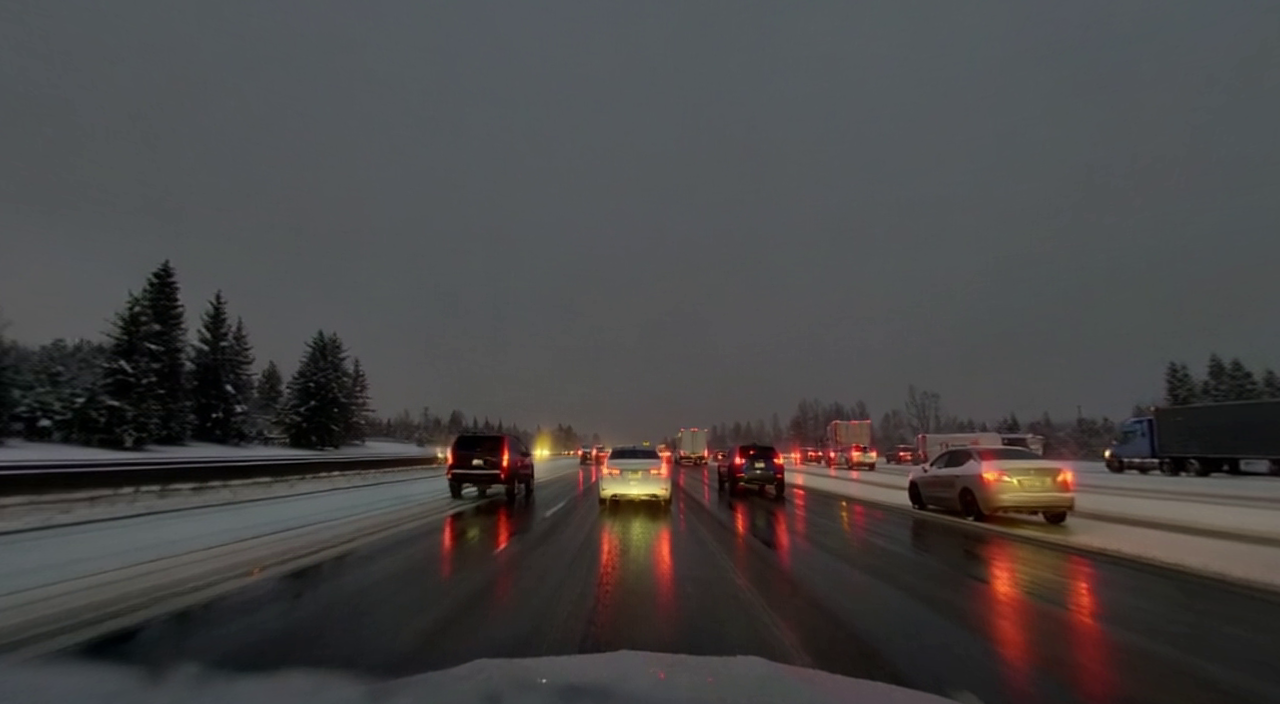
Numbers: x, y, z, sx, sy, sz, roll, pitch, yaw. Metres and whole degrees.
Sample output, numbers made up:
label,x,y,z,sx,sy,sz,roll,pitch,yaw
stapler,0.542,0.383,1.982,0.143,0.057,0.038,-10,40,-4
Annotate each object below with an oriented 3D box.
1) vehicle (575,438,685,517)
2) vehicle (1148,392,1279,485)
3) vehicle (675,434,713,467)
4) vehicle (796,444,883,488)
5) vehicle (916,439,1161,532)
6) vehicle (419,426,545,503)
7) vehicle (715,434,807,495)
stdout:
label,x,y,z,sx,sy,sz,roll,pitch,yaw
vehicle,-0.165,2.759,14.327,2.132,1.499,4.038,0,-9,1
vehicle,29.239,4.051,29.294,2.957,4.007,8.656,0,-9,-8
vehicle,4.039,7.516,48.100,2.440,2.313,5.266,0,-9,0
vehicle,7.390,4.263,23.808,1.942,1.482,4.250,0,-9,0
vehicle,7.615,2.560,12.736,2.021,1.505,4.480,0,-9,0
vehicle,-3.965,2.925,16.750,2.079,1.741,4.436,0,-9,2
vehicle,3.593,3.444,19.534,2.053,1.666,4.106,0,-9,0
